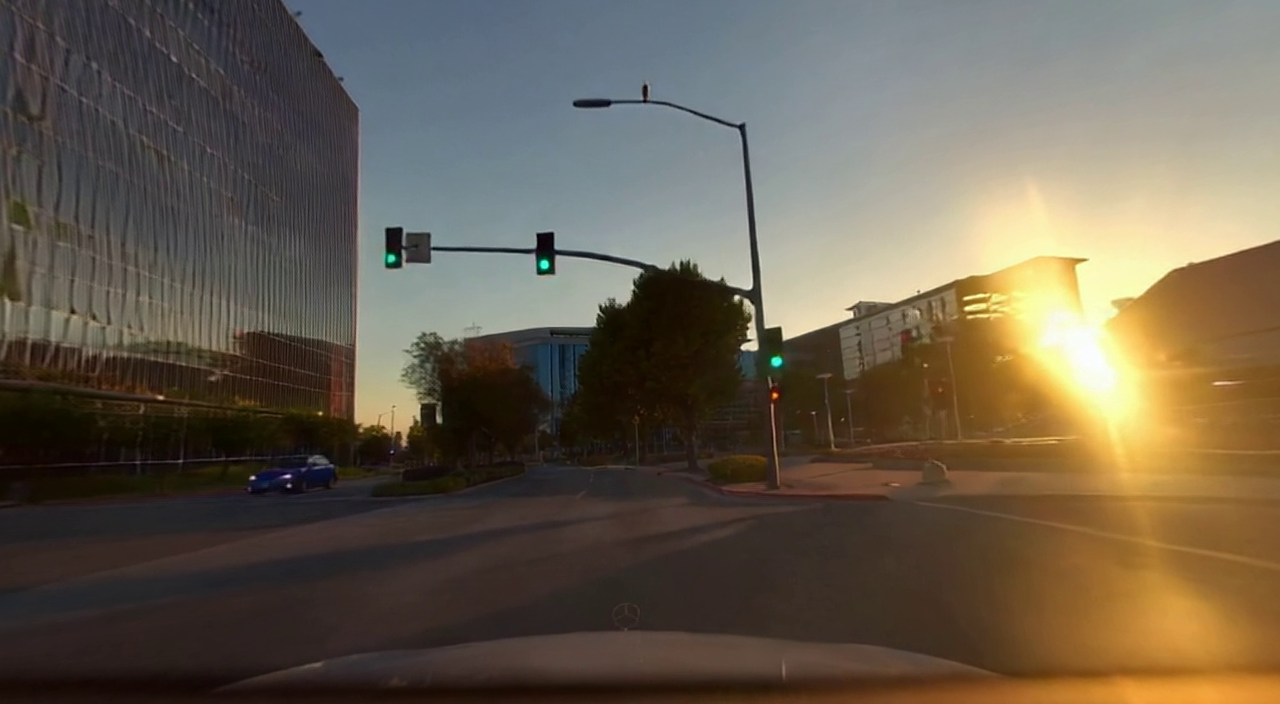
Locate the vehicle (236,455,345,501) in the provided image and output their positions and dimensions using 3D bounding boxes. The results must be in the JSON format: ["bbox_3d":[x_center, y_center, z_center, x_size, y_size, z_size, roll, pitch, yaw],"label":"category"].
[{"bbox_3d":[-12.878,4.629,23.562,1.906,1.502,4.396,1,-9,-5],"label":"vehicle"}]
